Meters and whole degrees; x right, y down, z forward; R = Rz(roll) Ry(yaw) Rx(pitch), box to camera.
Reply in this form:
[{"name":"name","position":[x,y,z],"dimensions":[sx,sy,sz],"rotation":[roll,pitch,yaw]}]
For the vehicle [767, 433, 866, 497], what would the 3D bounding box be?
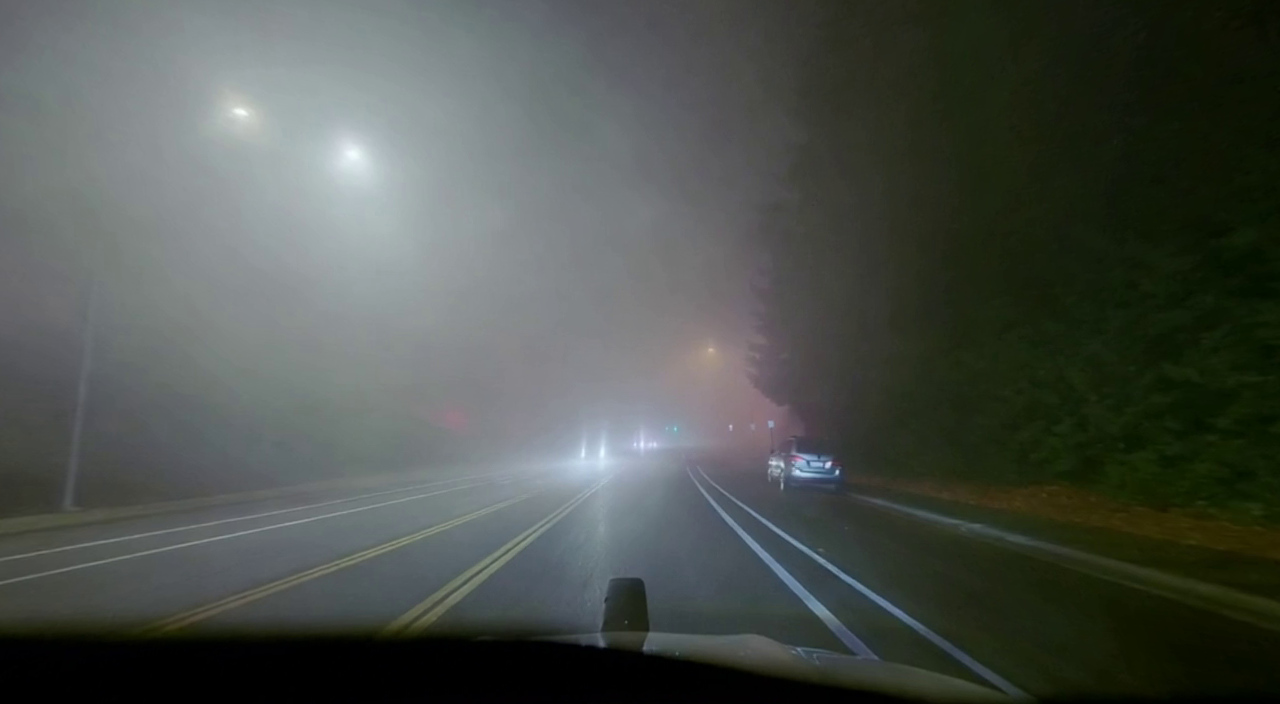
[{"name":"vehicle","position":[5.497,3.555,20.180],"dimensions":[2.068,1.688,4.442],"rotation":[3,-9,3]}]
